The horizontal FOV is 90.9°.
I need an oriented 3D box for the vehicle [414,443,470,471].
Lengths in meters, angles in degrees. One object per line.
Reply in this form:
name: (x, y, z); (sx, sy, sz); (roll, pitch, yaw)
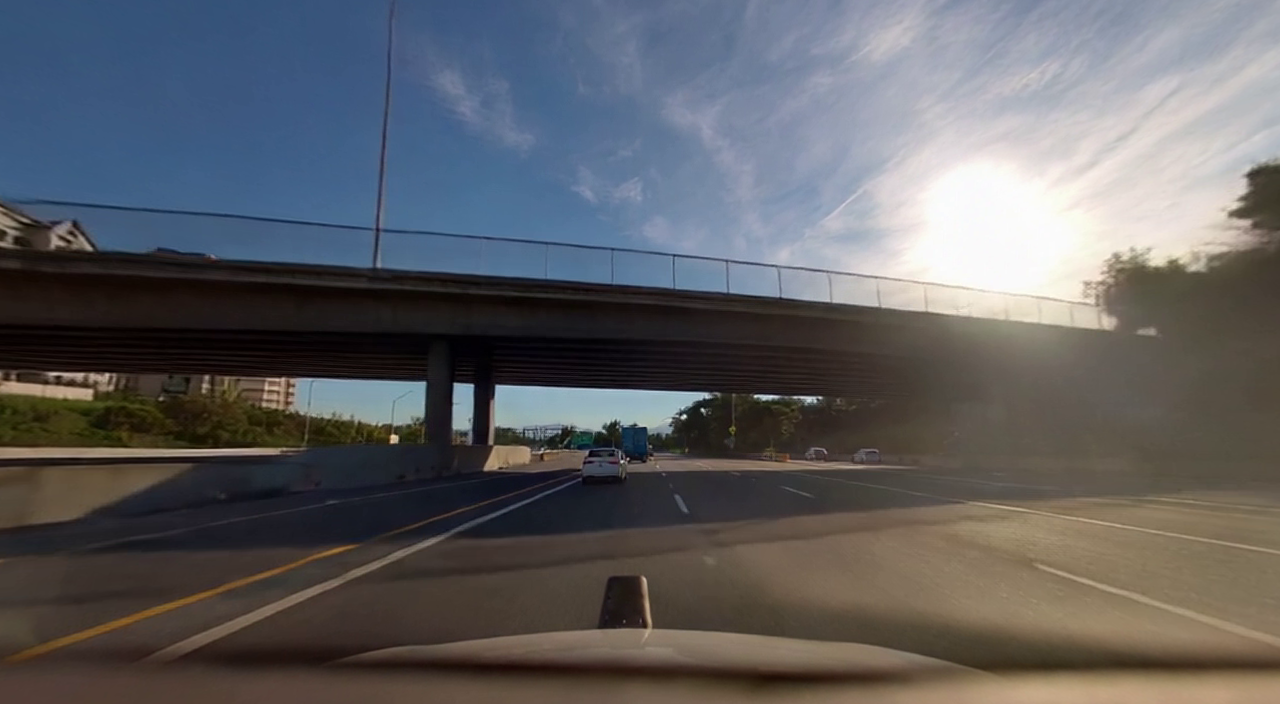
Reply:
vehicle: (-12.237, 6.510, 39.218); (1.911, 1.633, 4.305); (0, -9, 2)

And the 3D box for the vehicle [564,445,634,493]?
vehicle: (-1.313, 4.004, 21.999); (2.039, 1.478, 4.483); (0, -9, 1)
